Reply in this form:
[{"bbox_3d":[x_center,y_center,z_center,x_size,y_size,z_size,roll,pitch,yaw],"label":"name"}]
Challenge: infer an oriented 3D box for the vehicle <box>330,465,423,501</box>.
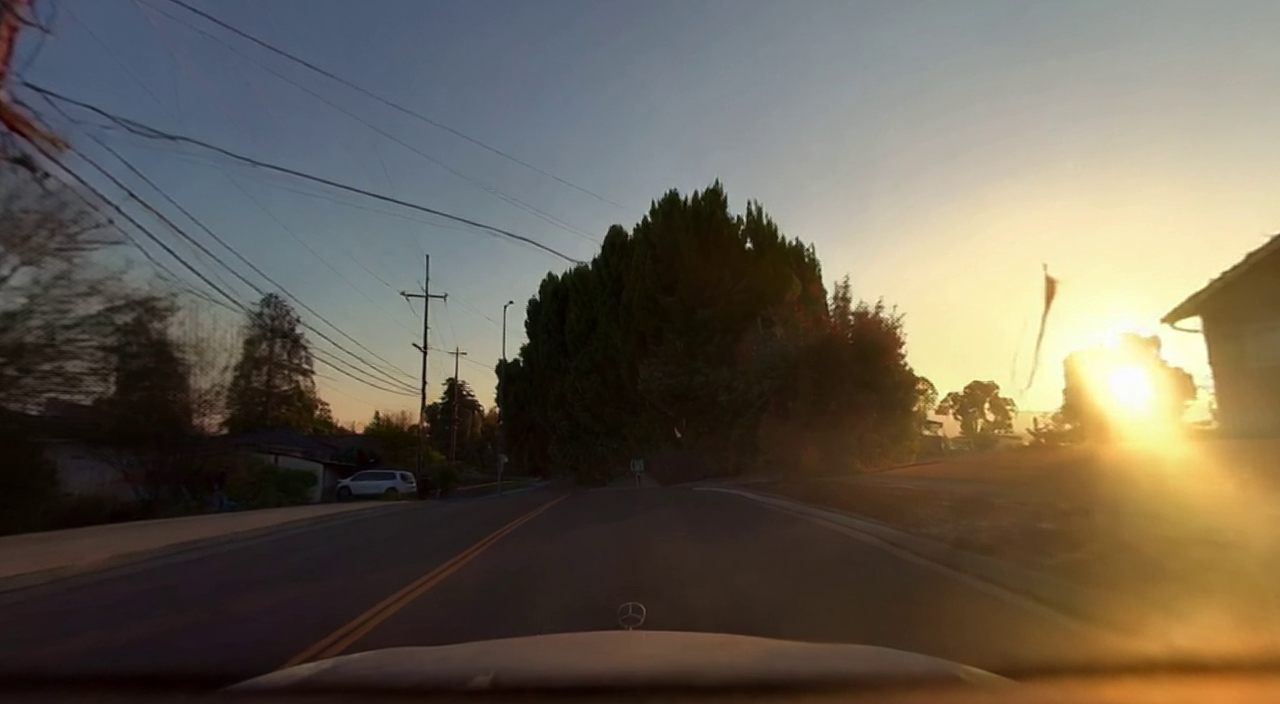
[{"bbox_3d":[-16.623,8.309,40.314,2.301,2.081,6.706,-3,-11,8],"label":"vehicle"}]
